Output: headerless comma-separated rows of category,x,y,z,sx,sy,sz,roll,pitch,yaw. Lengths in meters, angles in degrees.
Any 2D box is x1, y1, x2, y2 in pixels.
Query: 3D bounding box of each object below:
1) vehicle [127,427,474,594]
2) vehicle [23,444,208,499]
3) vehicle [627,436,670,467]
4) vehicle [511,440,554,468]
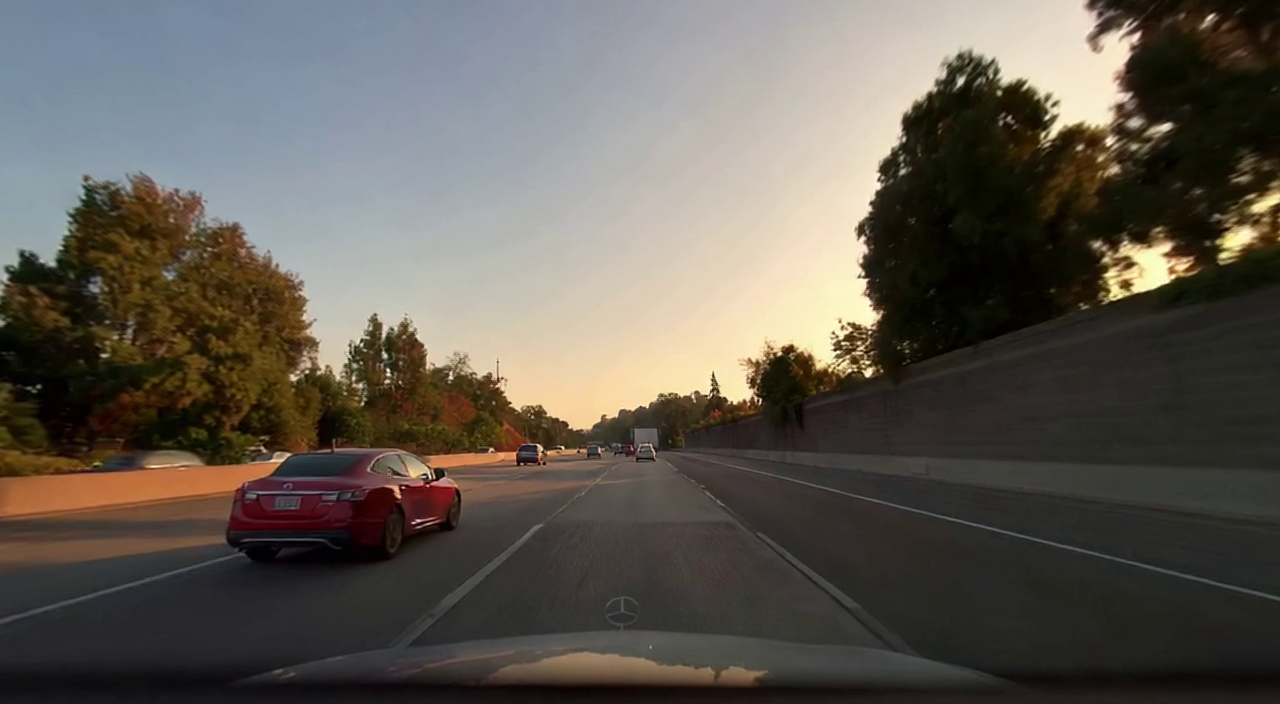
vehicle,-3.707,1.791,8.040,2.000,1.512,4.371,0,-9,0
vehicle,-16.940,3.849,20.748,1.939,1.591,4.751,0,-9,1
vehicle,0.501,7.007,44.461,2.856,1.994,4.931,0,-9,-1
vehicle,-7.248,6.912,42.793,2.068,1.757,4.611,0,-9,0
